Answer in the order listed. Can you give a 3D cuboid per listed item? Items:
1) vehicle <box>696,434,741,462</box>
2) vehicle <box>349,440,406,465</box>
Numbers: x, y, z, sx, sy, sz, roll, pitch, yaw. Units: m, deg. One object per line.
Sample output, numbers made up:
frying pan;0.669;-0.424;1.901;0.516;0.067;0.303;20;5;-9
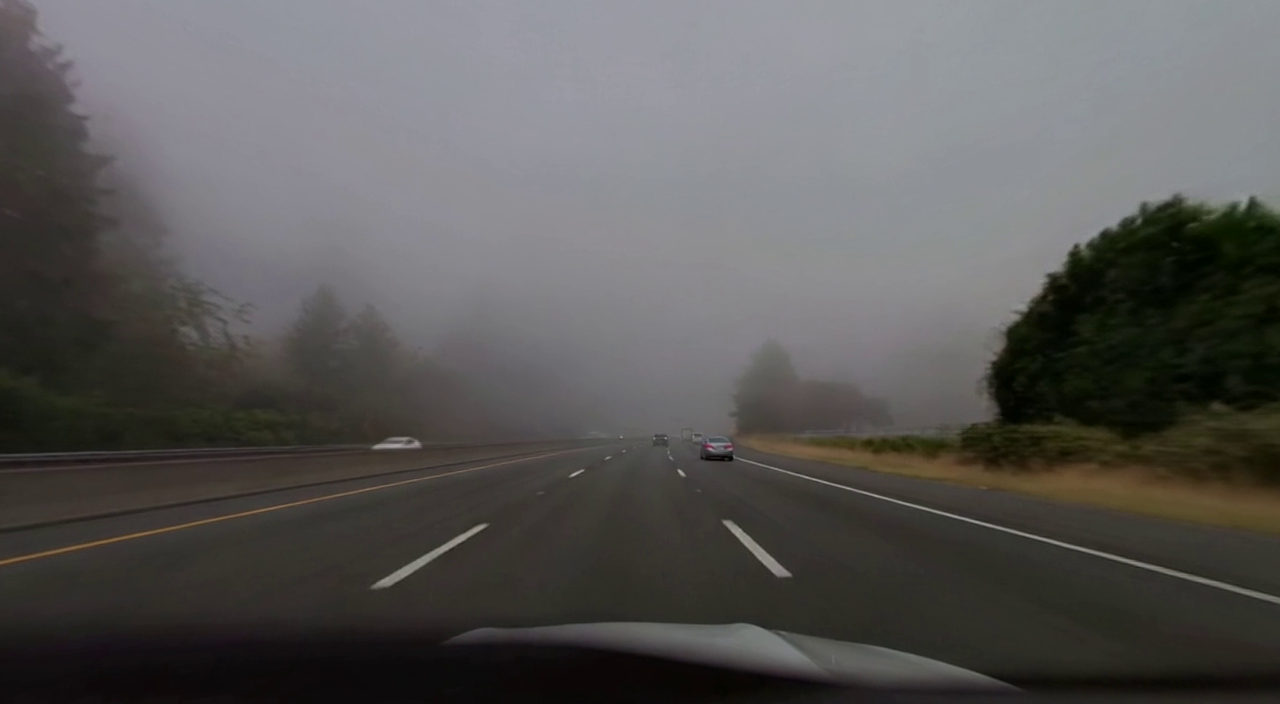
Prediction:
vehicle;4.322;5.340;35.248;1.982;1.452;4.294;0;-8;0
vehicle;-16.378;6.252;39.368;1.815;1.421;3.766;0;-8;2
